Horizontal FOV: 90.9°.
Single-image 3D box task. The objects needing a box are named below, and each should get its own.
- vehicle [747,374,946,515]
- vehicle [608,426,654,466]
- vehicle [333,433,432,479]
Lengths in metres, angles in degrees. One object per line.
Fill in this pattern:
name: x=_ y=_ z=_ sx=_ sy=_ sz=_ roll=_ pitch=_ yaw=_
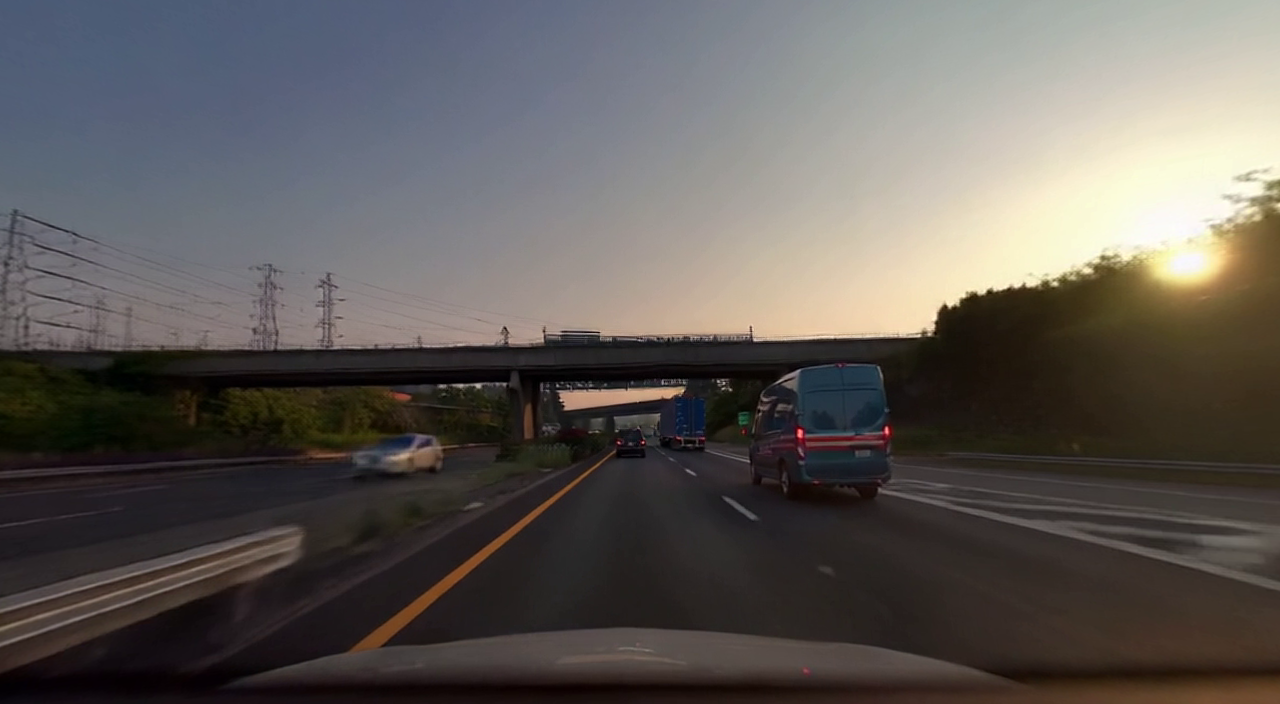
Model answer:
vehicle: x=4.176 y=2.022 z=14.063 sx=2.387 sy=2.506 sz=5.374 roll=0 pitch=-8 yaw=-2
vehicle: x=-0.459 y=4.495 z=30.277 sx=2.073 sy=1.750 sz=4.116 roll=0 pitch=-8 yaw=-1
vehicle: x=-9.784 y=3.950 z=24.375 sx=1.967 sy=1.601 sz=4.377 roll=0 pitch=-8 yaw=0
